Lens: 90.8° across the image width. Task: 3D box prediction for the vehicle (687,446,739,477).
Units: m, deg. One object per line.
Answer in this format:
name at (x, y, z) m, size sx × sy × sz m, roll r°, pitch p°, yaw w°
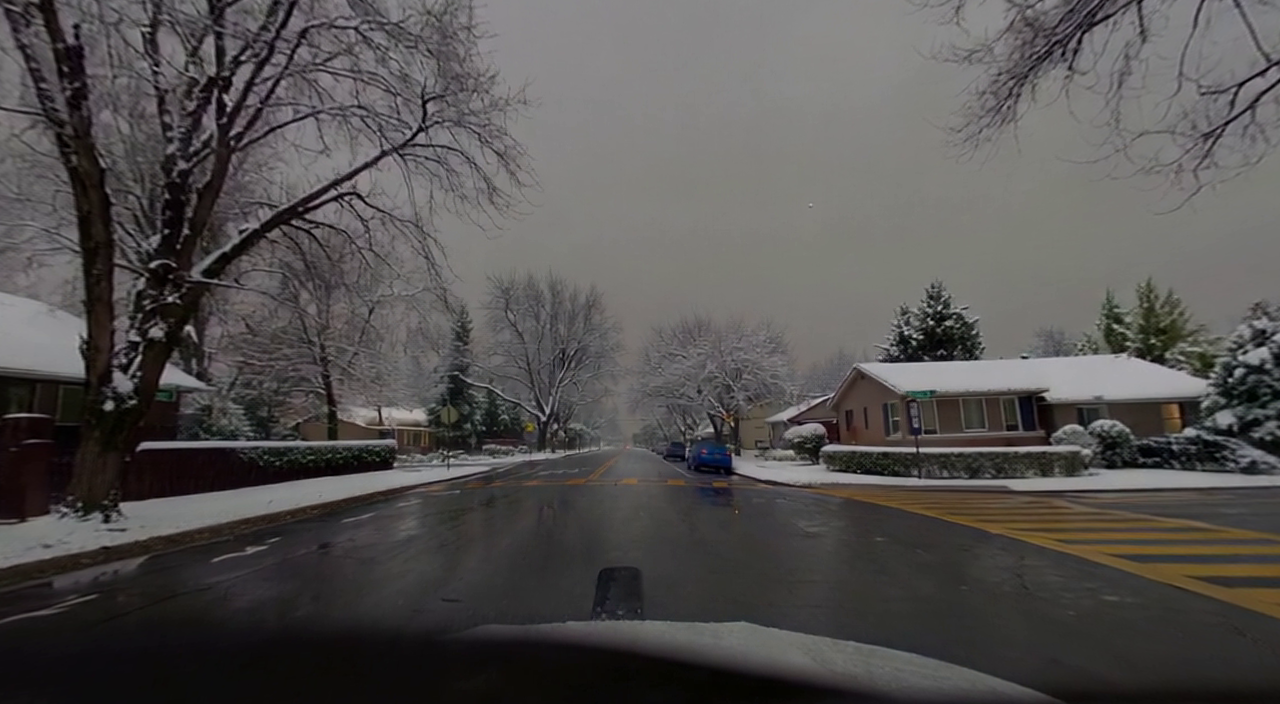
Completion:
vehicle at (3.616, 5.513, 32.125) m, size 1.961 × 1.472 × 4.434 m, roll 0°, pitch -9°, yaw -2°
